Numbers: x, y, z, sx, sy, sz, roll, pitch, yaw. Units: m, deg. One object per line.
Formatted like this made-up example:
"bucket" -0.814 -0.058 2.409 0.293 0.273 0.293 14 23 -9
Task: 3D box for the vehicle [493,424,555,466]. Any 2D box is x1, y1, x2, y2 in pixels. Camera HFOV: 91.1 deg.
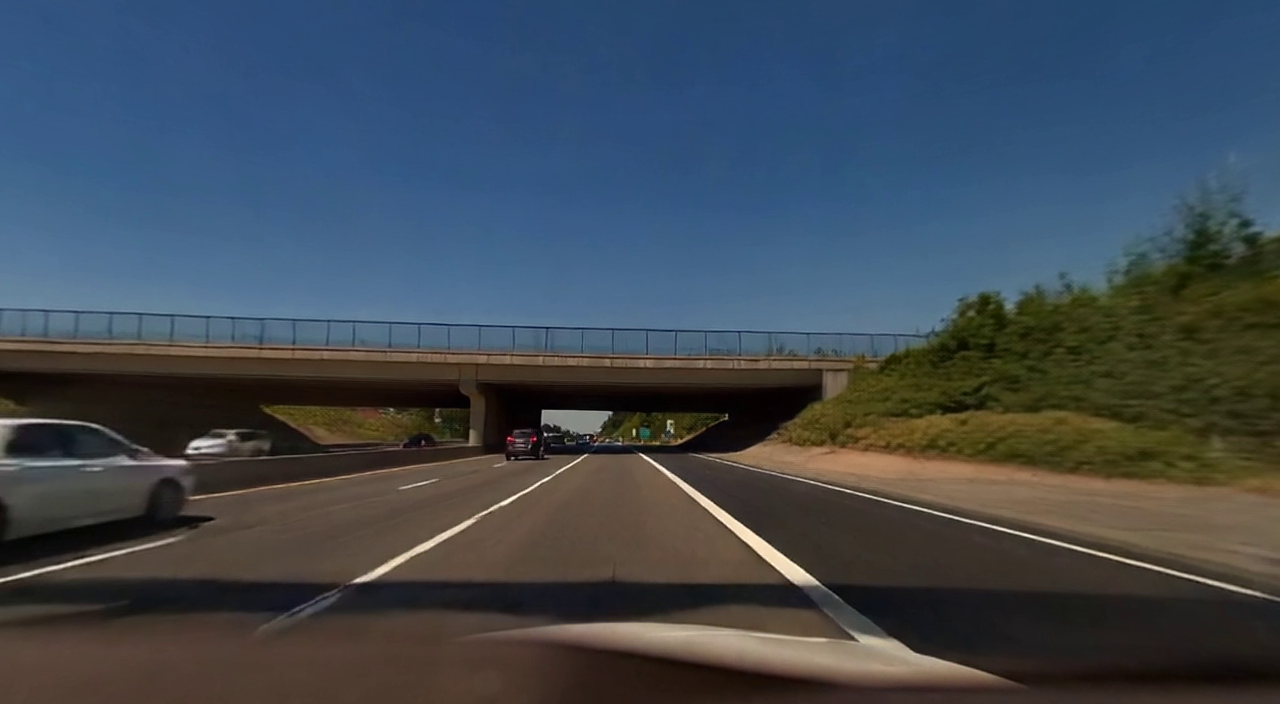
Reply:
"vehicle" -5.104 4.159 28.211 2.007 1.727 4.040 0 -8 -1

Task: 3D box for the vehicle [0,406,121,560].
"vehicle" -7.917 1.283 5.914 2.148 1.635 4.670 1 -8 -2
